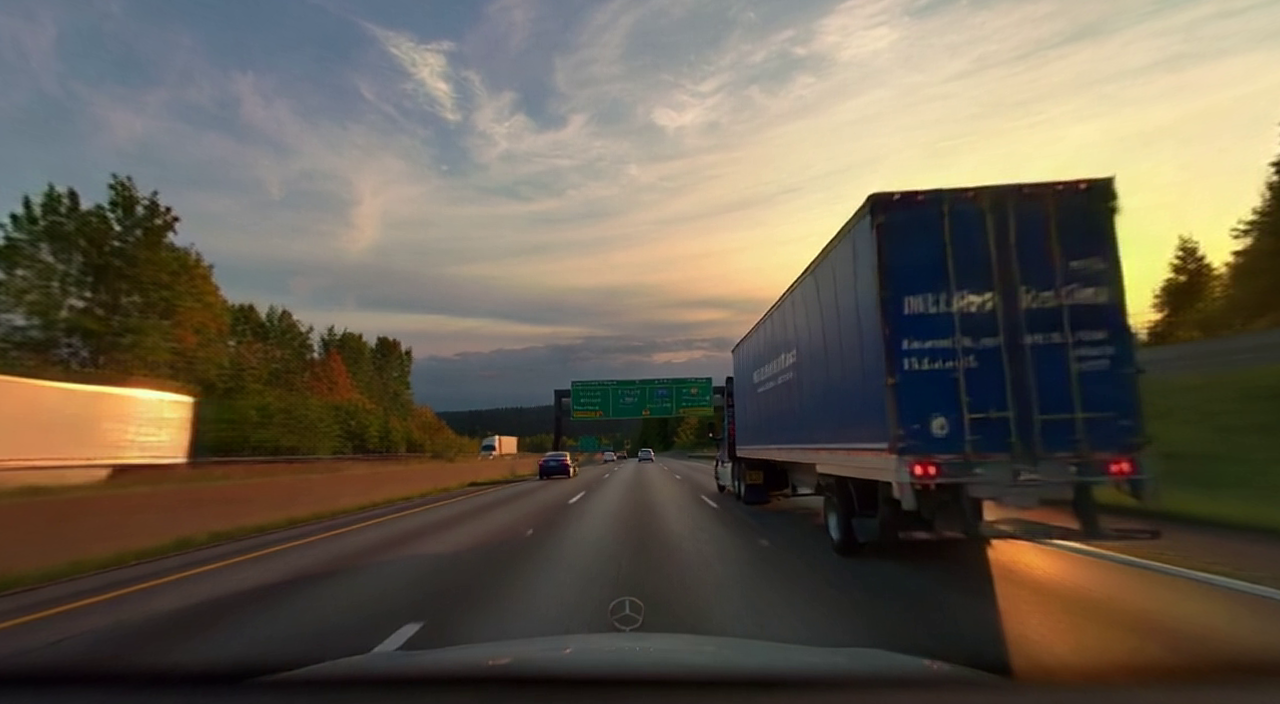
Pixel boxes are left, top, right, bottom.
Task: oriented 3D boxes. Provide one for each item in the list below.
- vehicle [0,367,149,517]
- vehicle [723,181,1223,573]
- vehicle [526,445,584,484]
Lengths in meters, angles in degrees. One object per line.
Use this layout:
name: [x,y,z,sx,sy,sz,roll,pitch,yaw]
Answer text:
vehicle: [-19.084,2.198,15.525,2.947,4.086,13.663,0,-9,0]
vehicle: [4.163,1.240,13.324,3.025,4.005,14.010,0,-9,0]
vehicle: [-3.550,4.790,27.082,1.918,1.510,4.006,0,-9,1]
